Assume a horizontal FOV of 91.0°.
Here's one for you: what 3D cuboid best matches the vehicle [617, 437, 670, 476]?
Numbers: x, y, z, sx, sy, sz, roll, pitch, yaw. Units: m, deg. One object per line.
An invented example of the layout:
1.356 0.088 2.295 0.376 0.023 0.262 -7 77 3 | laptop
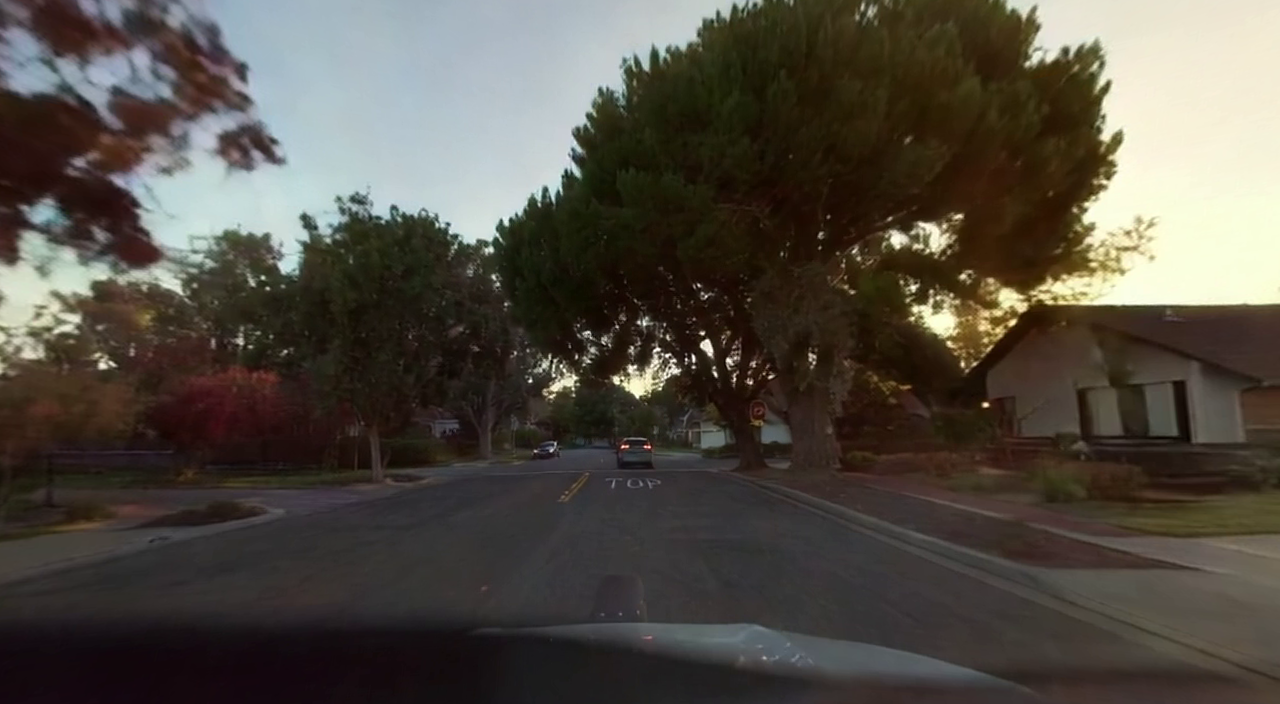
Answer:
0.083 4.421 26.805 2.043 1.484 4.340 0 -9 -1 | vehicle
